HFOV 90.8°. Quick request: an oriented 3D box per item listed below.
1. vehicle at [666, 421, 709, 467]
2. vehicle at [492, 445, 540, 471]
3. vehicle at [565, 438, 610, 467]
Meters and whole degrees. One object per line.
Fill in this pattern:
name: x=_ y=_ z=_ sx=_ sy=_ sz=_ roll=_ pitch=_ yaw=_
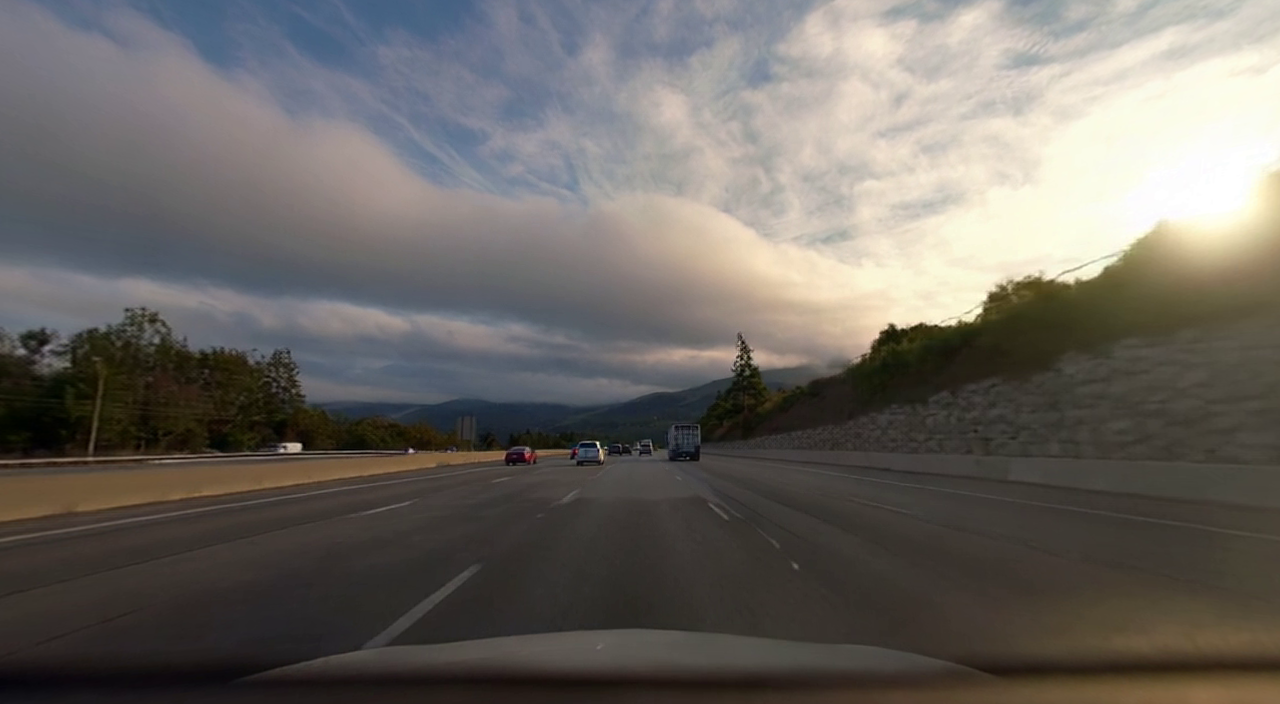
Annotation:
vehicle: x=3.503 y=6.994 z=48.181 sx=2.795 sy=3.187 sz=7.205 roll=0 pitch=-8 yaw=0
vehicle: x=-7.744 y=6.650 z=39.966 sx=2.102 sy=1.522 sz=4.394 roll=0 pitch=-8 yaw=0
vehicle: x=-3.798 y=7.438 z=46.894 sx=2.720 sy=2.041 sz=5.432 roll=0 pitch=-8 yaw=1
